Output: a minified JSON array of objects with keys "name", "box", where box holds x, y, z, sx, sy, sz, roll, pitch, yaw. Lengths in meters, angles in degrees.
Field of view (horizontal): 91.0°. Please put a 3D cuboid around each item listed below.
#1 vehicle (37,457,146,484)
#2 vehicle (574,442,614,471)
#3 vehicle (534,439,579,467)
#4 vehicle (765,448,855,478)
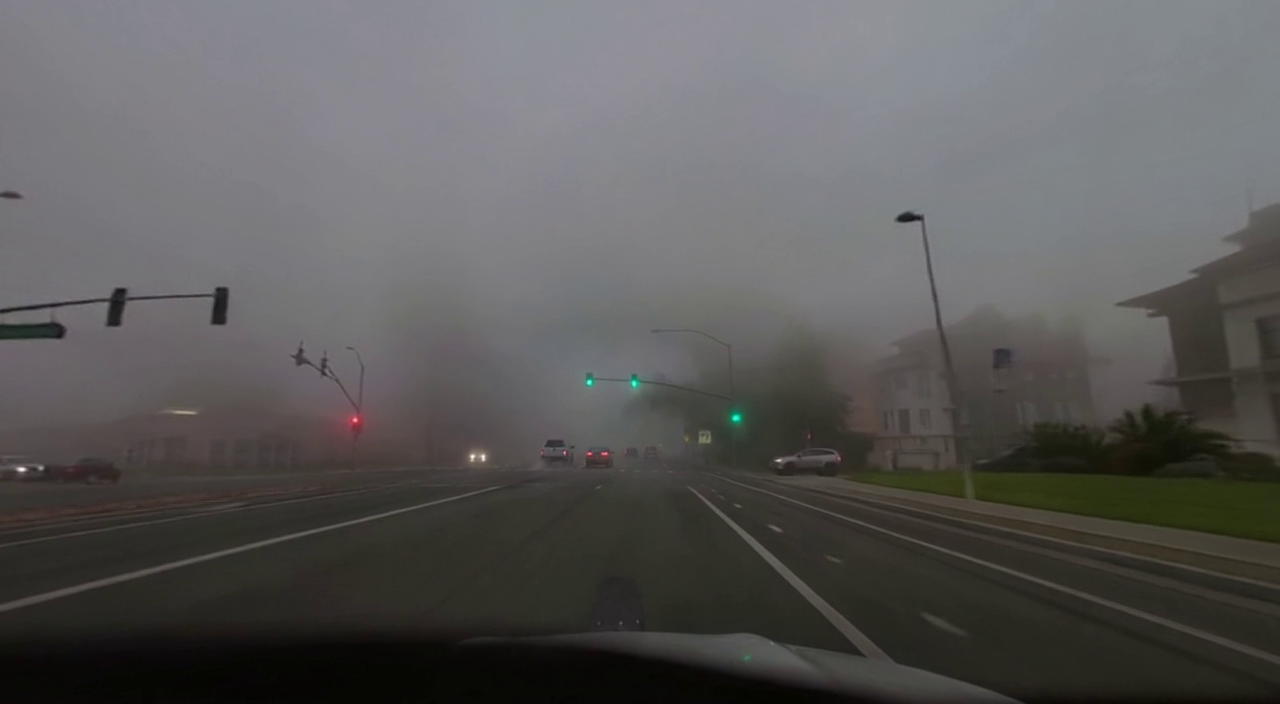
[{"name":"vehicle","box":[-34.121,7.378,39.279,4.808,1.529,1.979,1,-9,-3]},{"name":"vehicle","box":[-2.972,6.910,41.745,2.116,1.806,4.516,0,-9,2]},{"name":"vehicle","box":[-6.418,7.891,49.235,2.457,2.010,6.330,0,-9,1]},{"name":"vehicle","box":[9.101,5.978,34.031,4.509,1.520,1.952,-1,-9,11]}]
